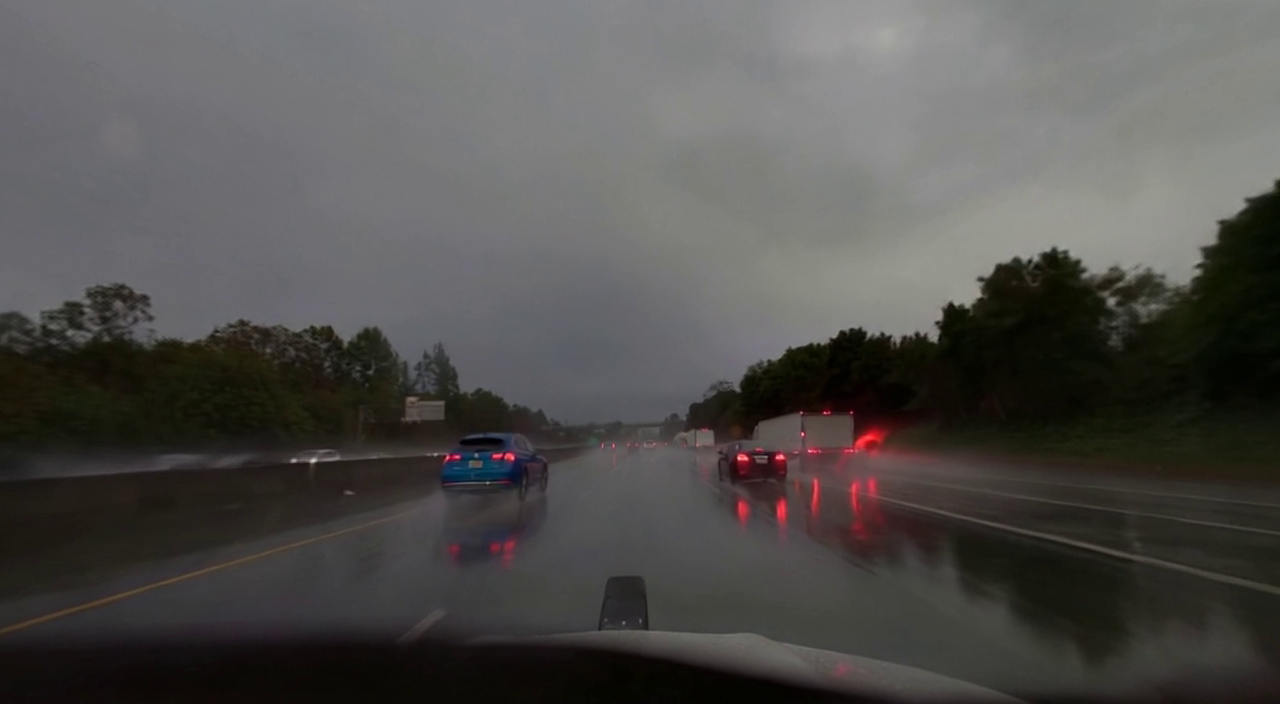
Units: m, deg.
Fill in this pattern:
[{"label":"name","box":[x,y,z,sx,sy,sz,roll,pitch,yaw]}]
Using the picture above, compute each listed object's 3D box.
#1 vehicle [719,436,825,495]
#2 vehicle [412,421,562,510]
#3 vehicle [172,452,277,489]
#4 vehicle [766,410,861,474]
[{"label":"vehicle","box":[3.709,3.281,18.655,2.080,1.493,4.674,0,-9,0]},{"label":"vehicle","box":[-3.432,2.698,15.418,2.218,1.764,5.229,0,-9,2]},{"label":"vehicle","box":[-19.380,5.516,29.703,1.762,1.542,4.666,0,-9,0]},{"label":"vehicle","box":[7.772,4.141,28.878,2.729,2.628,4.875,0,-9,-2]}]
